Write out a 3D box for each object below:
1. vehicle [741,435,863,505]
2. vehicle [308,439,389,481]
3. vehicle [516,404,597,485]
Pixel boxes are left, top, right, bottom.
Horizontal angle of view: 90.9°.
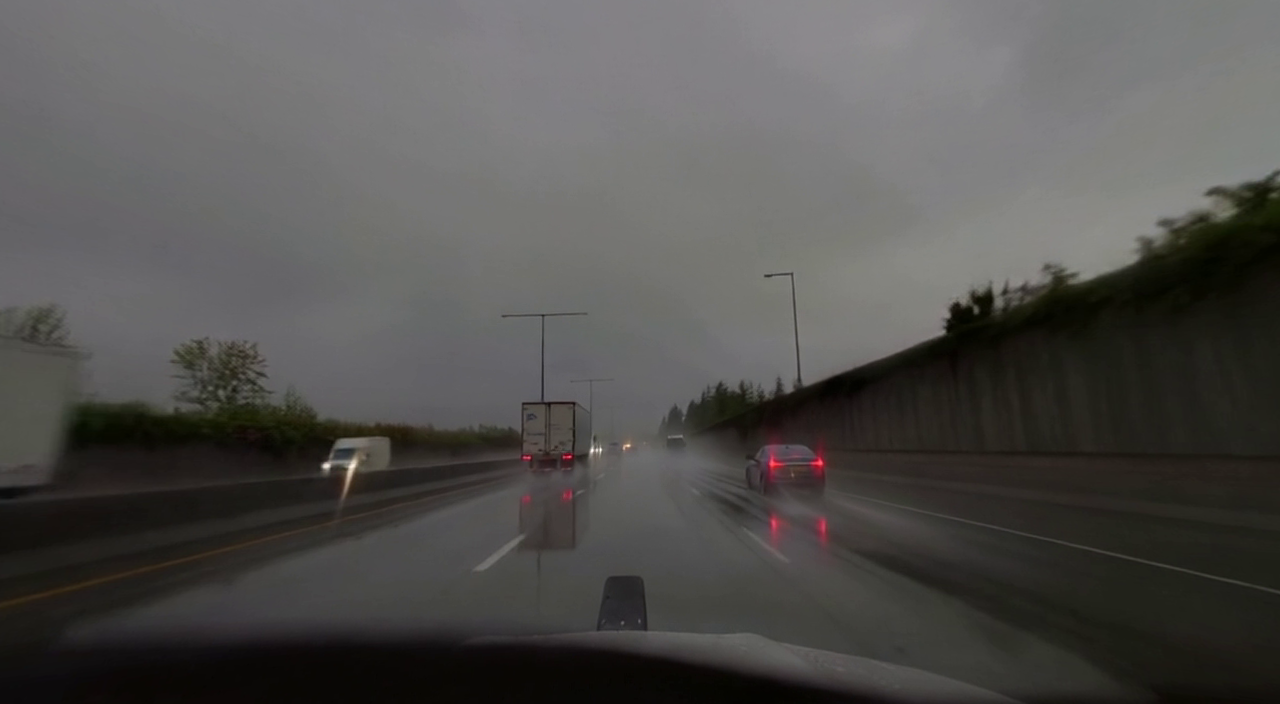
[{"bbox_3d":[3.973,2.983,16.259,1.983,1.545,4.038,0,-9,-1],"label":"vehicle"},{"bbox_3d":[-19.029,7.098,41.591,2.396,2.527,6.056,0,-9,0],"label":"vehicle"},{"bbox_3d":[-3.569,4.200,28.564,2.667,3.195,6.731,0,-9,1],"label":"vehicle"}]
